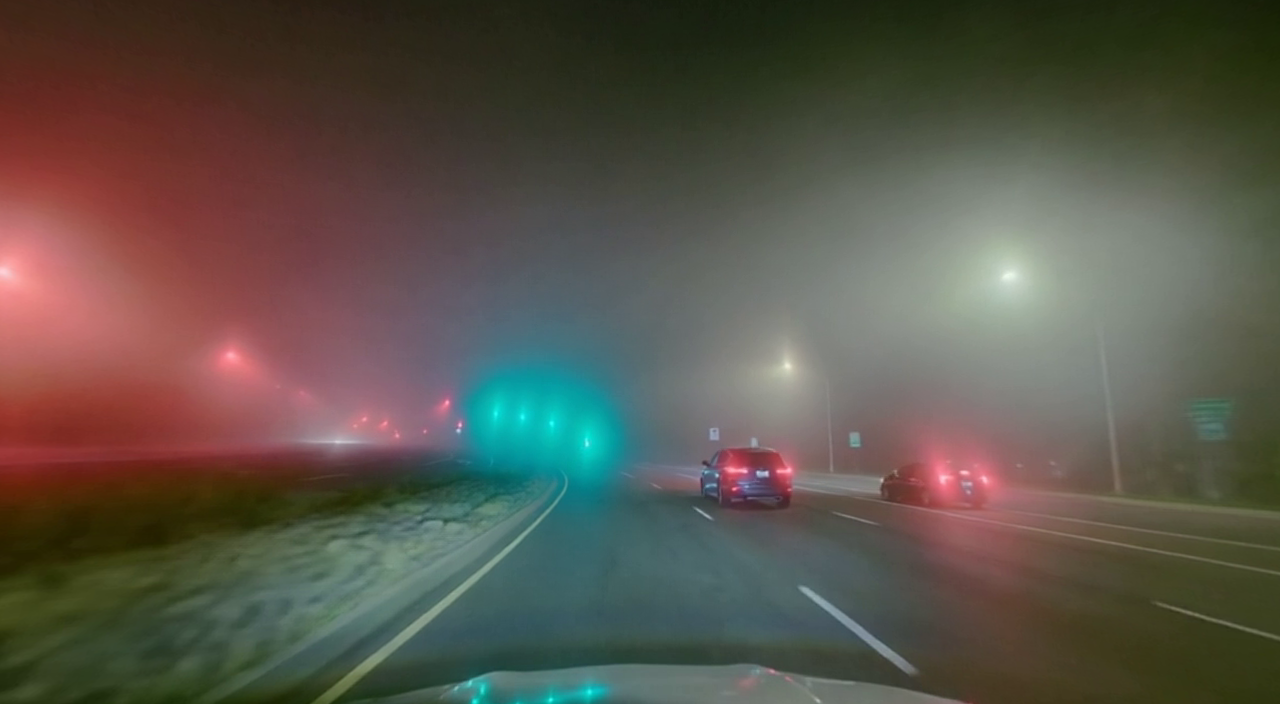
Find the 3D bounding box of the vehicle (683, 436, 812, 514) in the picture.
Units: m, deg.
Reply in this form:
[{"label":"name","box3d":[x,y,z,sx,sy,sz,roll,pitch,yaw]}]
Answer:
[{"label":"vehicle","box3d":[2.487,2.991,15.952,2.122,1.646,4.525,1,-8,-5]}]

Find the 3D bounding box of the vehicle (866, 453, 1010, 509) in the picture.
[{"label":"vehicle","box3d":[9.092,3.950,19.830,1.940,1.460,4.652,1,-8,-5]}]
